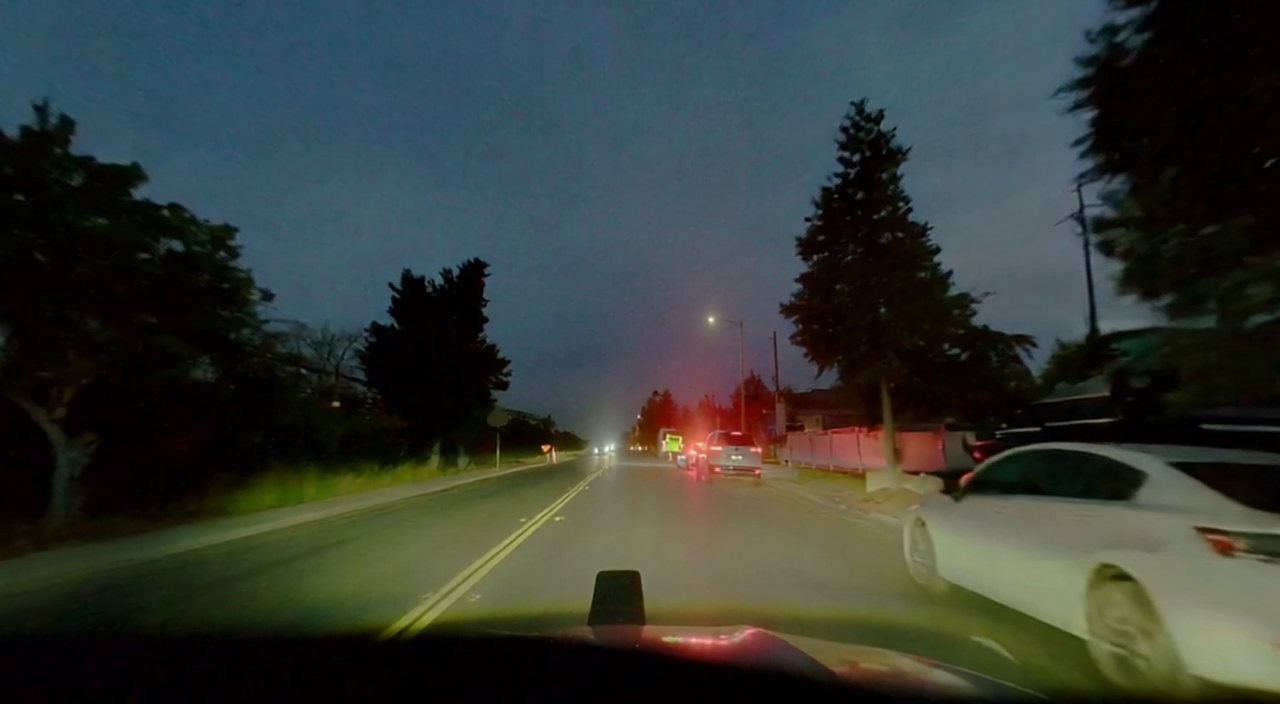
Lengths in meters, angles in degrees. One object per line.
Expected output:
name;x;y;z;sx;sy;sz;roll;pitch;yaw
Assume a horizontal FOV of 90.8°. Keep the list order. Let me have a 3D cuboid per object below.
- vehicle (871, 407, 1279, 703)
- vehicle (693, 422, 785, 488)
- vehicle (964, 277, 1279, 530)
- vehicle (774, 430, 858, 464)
vehicle;3.318;1.154;3.719;1.959;1.459;4.860;0;-9;-2
vehicle;3.156;3.477;21.424;2.293;1.957;4.934;0;-9;0
vehicle;10.004;0.852;9.835;8.030;3.331;3.152;0;-8;2
vehicle;11.036;5.994;39.914;4.633;2.059;2.050;0;-9;2
